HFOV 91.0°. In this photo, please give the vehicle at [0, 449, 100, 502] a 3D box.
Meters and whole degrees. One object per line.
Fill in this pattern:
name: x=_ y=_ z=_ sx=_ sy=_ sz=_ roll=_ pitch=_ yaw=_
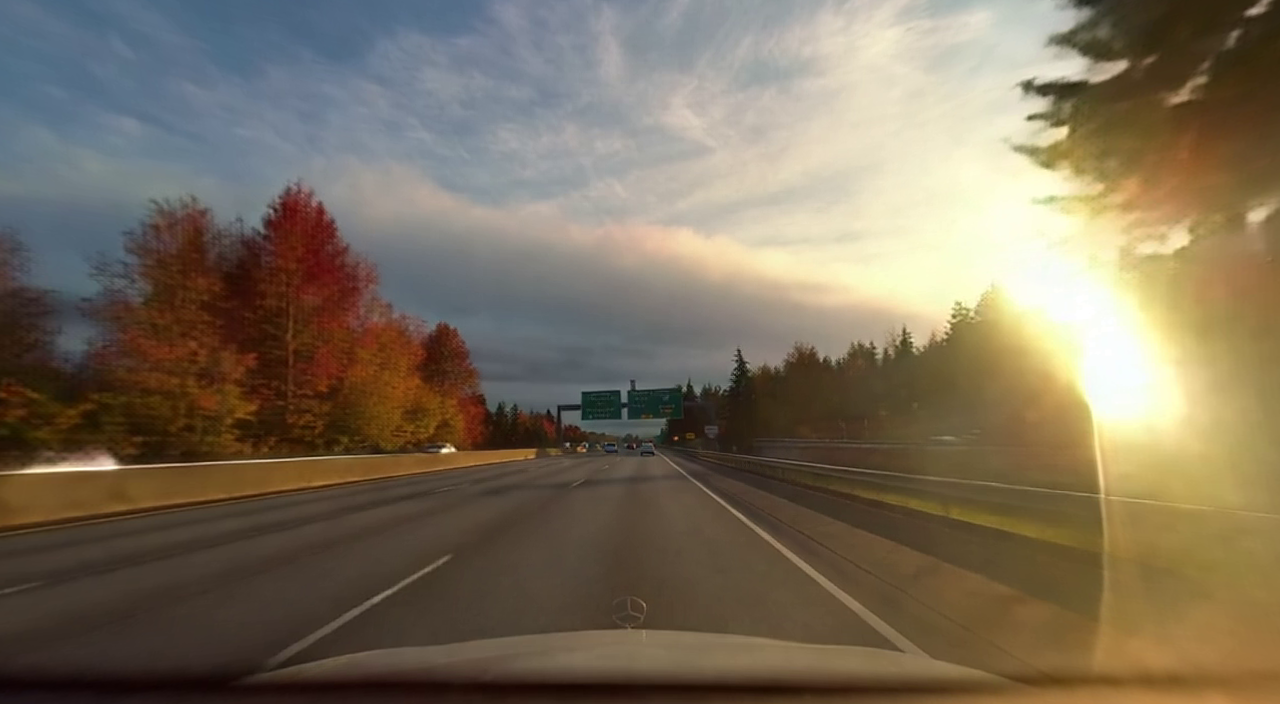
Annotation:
vehicle: x=-20.264 y=3.910 z=20.113 sx=1.898 sy=1.546 sz=4.570 roll=0 pitch=-8 yaw=0
